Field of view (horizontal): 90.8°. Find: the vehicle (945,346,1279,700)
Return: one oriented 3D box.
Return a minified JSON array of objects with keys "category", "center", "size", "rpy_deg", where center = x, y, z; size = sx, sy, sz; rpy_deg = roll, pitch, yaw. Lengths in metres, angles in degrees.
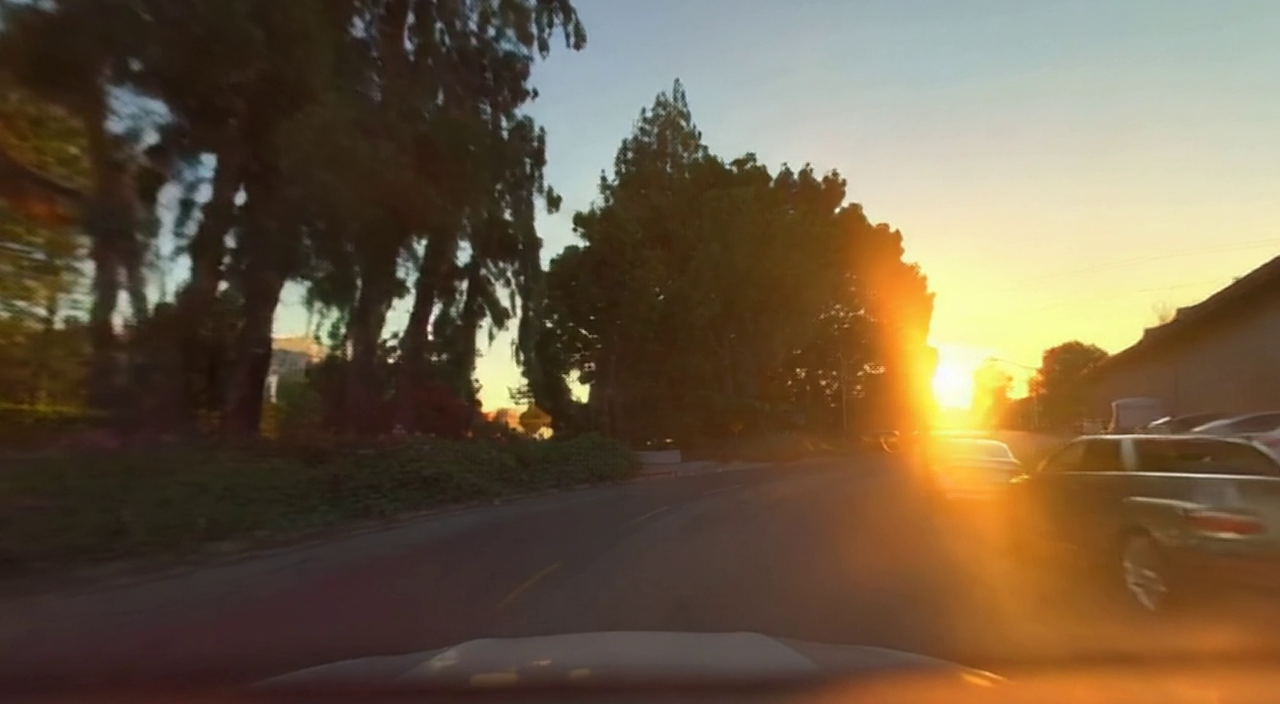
[{"category":"vehicle","center":[4.538,1.190,5.456],"size":[2.269,1.841,4.569],"rpy_deg":[-2,-9,11]}]
